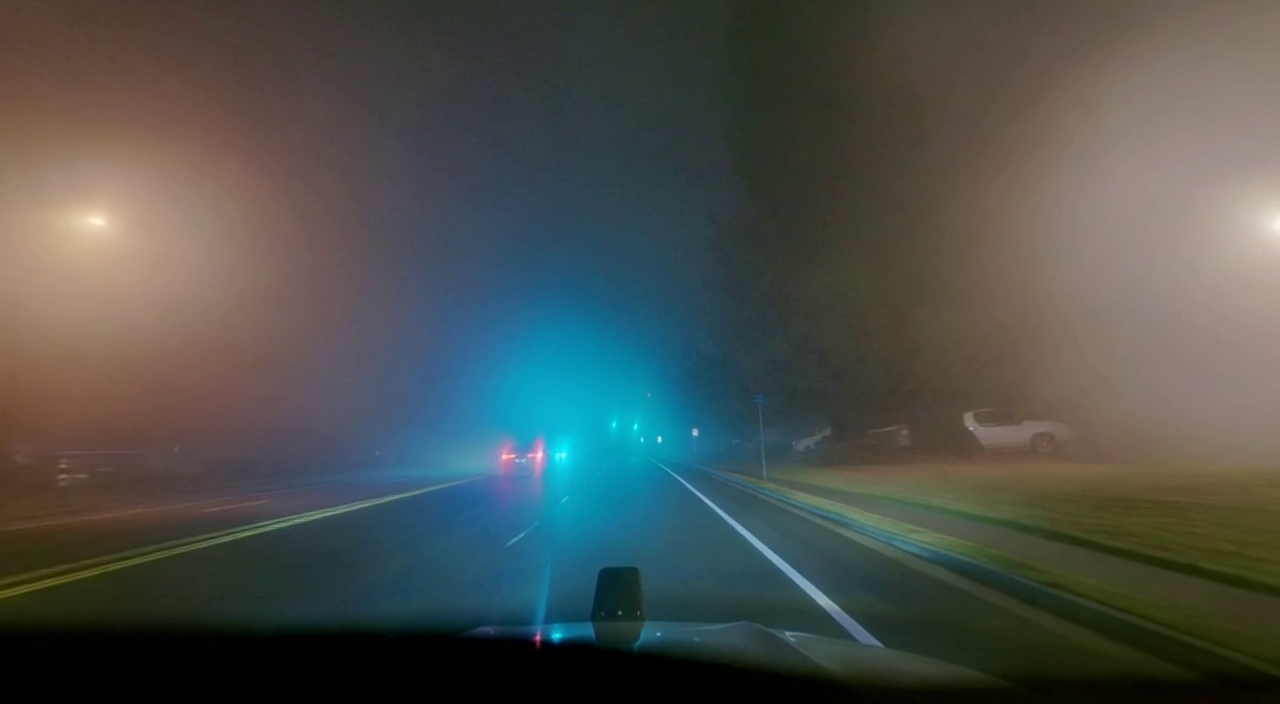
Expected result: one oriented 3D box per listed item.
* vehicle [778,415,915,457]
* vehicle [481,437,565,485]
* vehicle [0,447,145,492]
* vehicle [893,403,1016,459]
[{"bbox_3d":[10.368,4.275,32.172,6.098,2.021,2.524,0,-8,1],"label":"vehicle"},{"bbox_3d":[-3.882,3.692,21.711,2.030,1.467,4.251,0,-8,0],"label":"vehicle"},{"bbox_3d":[-24.351,4.929,26.727,4.922,1.766,1.998,0,-8,-4],"label":"vehicle"},{"bbox_3d":[10.670,2.790,21.876,1.908,1.703,4.511,0,-9,0],"label":"vehicle"}]
